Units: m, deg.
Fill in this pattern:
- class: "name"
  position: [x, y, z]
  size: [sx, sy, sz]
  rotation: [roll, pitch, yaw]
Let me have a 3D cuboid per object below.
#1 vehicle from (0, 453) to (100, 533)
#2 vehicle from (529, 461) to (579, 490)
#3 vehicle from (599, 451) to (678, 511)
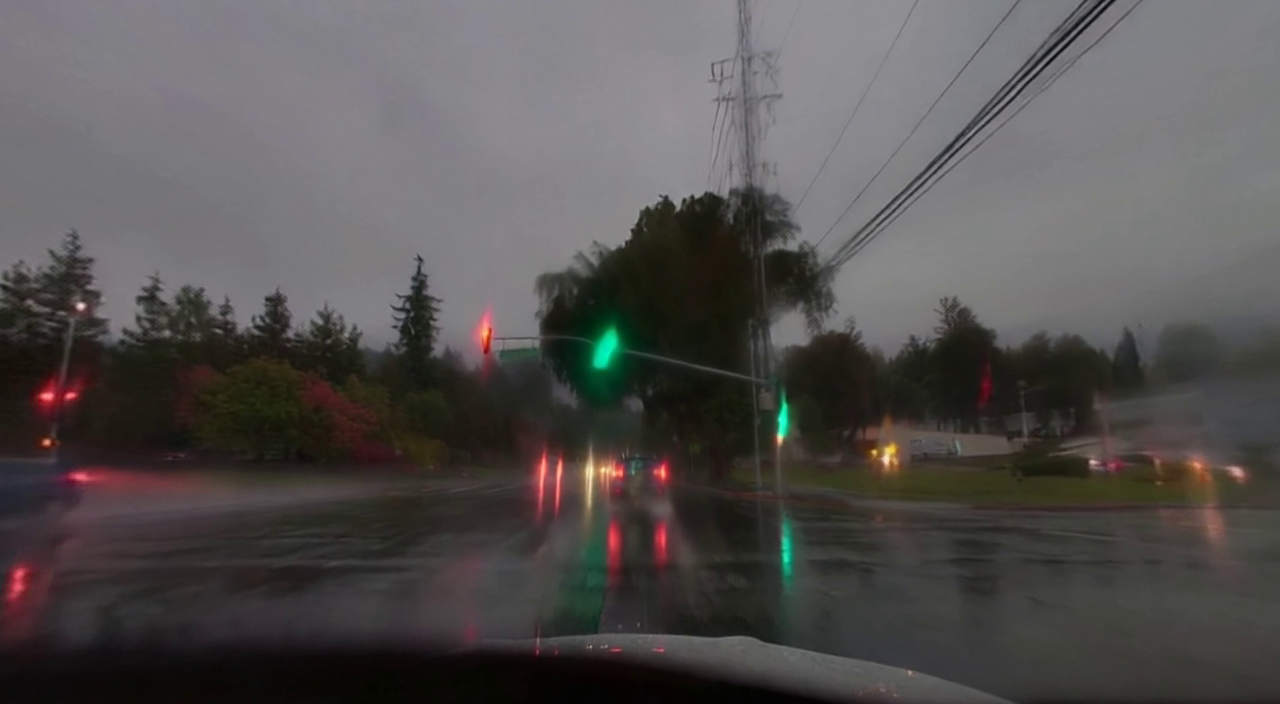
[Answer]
- class: "vehicle"
  position: [-13.675, 2.771, 12.418]
  size: [2.025, 1.571, 4.636]
  rotation: [0, -9, -1]
- class: "vehicle"
  position: [-4.711, 6.817, 35.165]
  size: [2.153, 1.474, 4.284]
  rotation: [0, -9, 0]
- class: "vehicle"
  position: [-0.081, 3.891, 19.428]
  size: [2.156, 1.636, 3.923]
  rotation: [0, -9, -1]
